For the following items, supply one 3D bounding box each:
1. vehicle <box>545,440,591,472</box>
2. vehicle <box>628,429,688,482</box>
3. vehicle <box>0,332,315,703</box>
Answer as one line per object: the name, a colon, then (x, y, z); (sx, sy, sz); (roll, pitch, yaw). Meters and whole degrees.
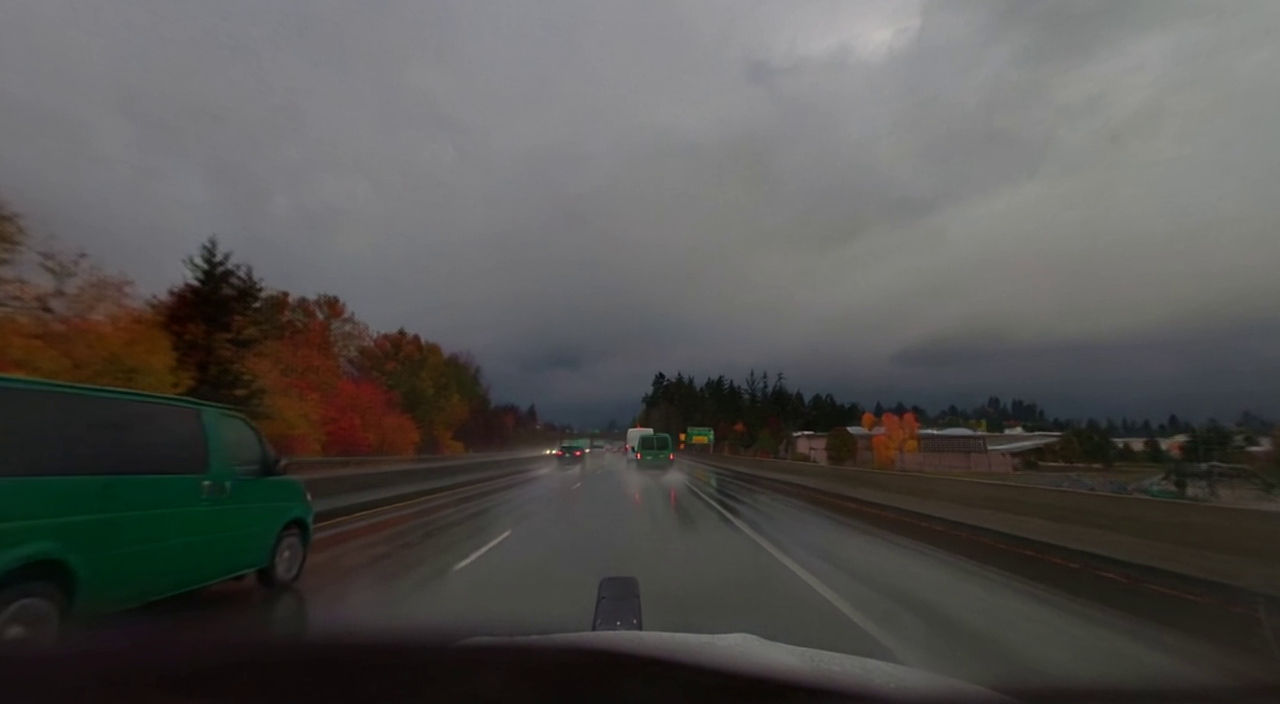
vehicle: (-3.947, 5.816, 35.192); (2.088, 1.688, 4.365); (0, -9, -1)
vehicle: (0.635, 4.192, 25.606); (2.179, 1.930, 4.538); (0, -9, -2)
vehicle: (-3.943, 0.939, 3.638); (2.021, 1.790, 3.907); (0, -9, -1)
